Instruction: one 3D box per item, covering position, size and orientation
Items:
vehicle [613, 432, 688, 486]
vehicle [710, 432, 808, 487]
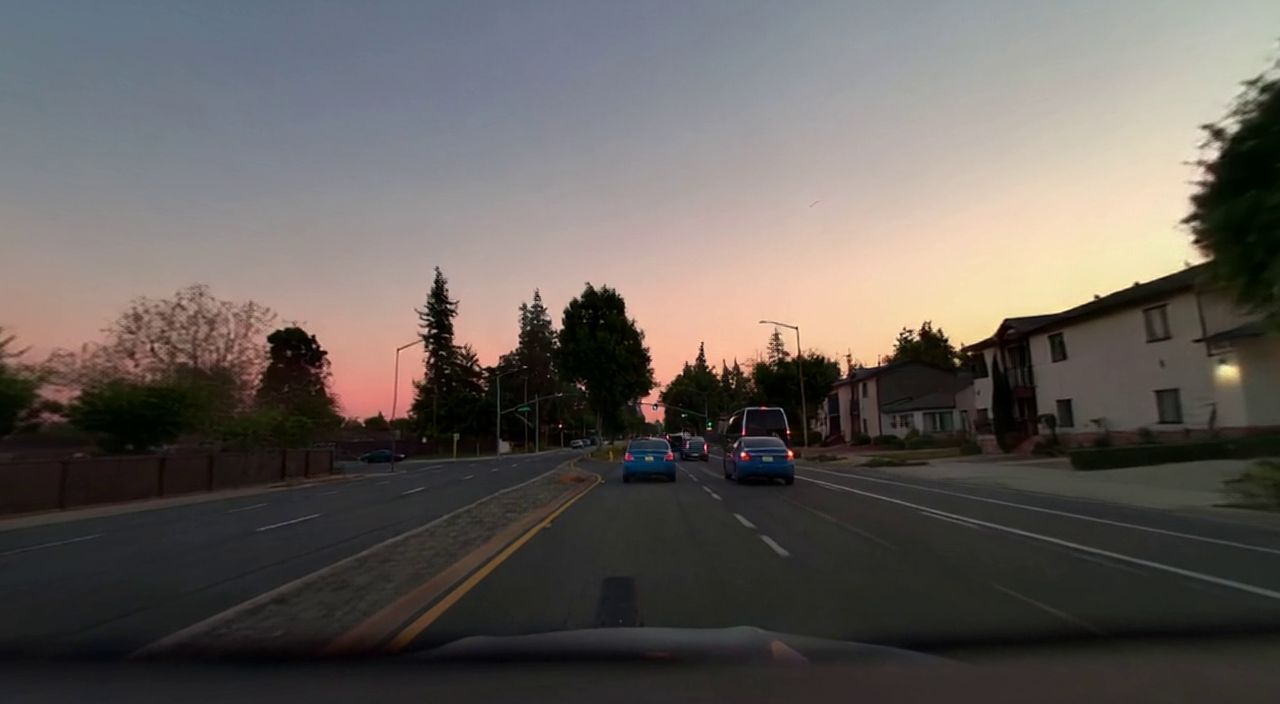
[{"bbox_3d":[0.302,3.309,19.761,2.093,1.497,4.010,0,-8,0],"label":"vehicle"},{"bbox_3d":[3.573,3.329,19.917,2.161,1.519,4.568,0,-8,0],"label":"vehicle"}]
